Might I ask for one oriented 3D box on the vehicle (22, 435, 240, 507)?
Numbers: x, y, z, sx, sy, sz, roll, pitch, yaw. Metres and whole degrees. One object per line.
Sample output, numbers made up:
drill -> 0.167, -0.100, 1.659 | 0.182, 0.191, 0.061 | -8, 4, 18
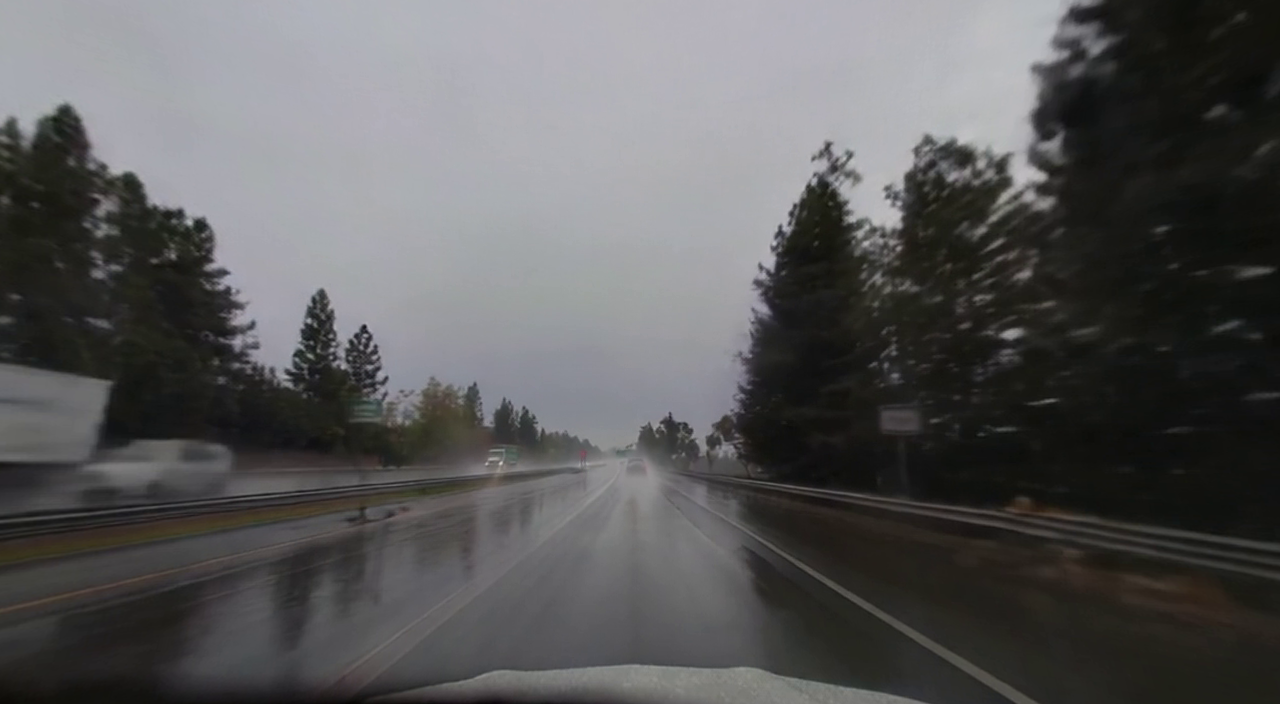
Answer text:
vehicle -> -12.197, 2.925, 15.578 | 1.838, 1.494, 4.195 | 1, -10, 0
